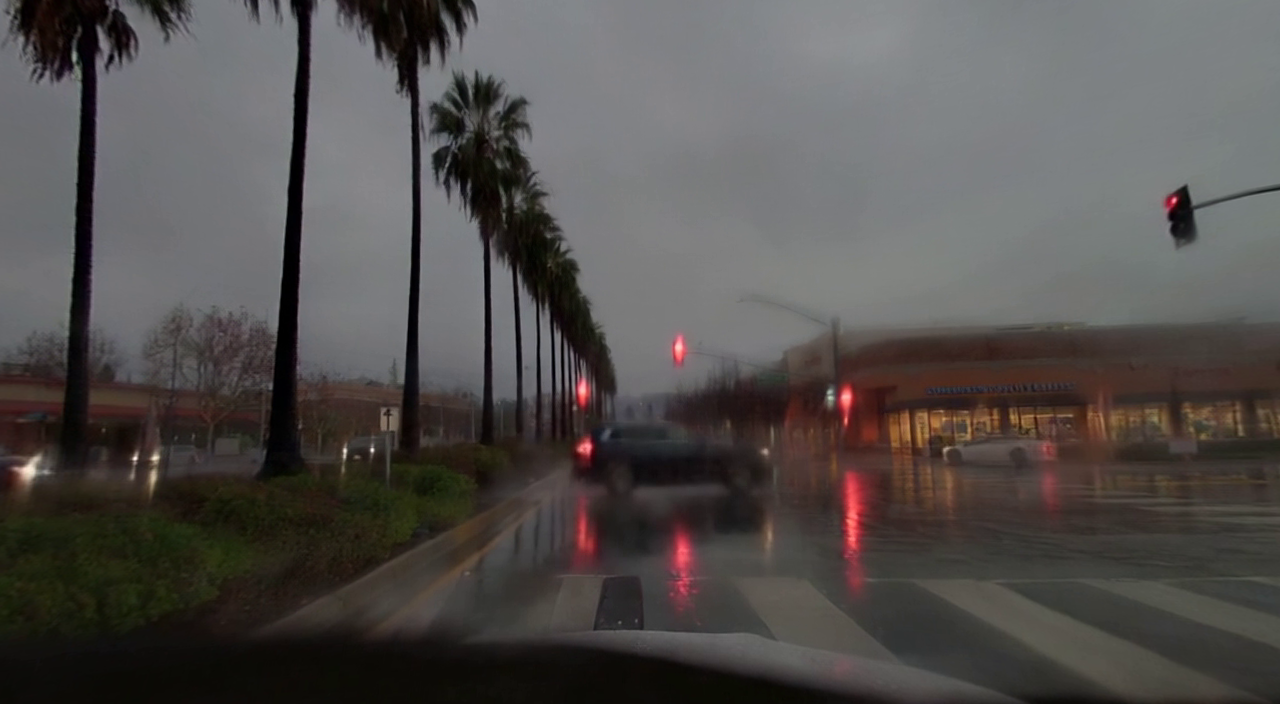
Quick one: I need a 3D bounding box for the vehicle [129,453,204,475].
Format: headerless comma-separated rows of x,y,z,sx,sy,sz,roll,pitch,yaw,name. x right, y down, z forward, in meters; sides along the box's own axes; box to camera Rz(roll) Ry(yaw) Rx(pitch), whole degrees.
-37.258,8.816,49.674,2.160,1.565,4.868,0,-9,-1,vehicle

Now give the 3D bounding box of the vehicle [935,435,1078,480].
14.979,4.339,26.083,4.722,1.717,2.000,-3,-9,19,vehicle

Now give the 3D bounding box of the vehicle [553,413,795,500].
0.741,2.592,15.790,5.619,1.951,2.321,1,-8,-4,vehicle
